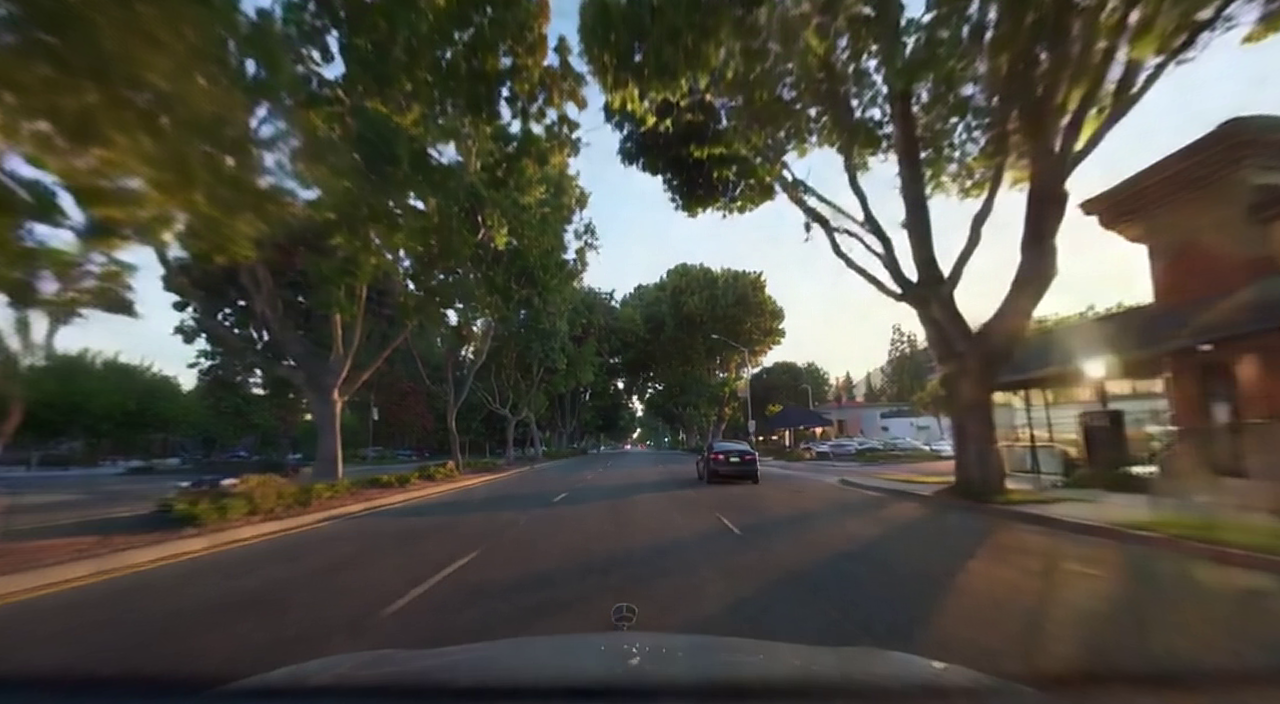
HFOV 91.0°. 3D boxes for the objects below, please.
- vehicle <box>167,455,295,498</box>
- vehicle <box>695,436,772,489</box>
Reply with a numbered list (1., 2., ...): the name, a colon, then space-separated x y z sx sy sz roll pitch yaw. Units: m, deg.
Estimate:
1. vehicle: -16.360 4.964 25.525 1.934 1.497 4.745 0 -8 1
2. vehicle: 3.298 3.998 23.193 2.083 1.743 4.354 0 -8 -1
